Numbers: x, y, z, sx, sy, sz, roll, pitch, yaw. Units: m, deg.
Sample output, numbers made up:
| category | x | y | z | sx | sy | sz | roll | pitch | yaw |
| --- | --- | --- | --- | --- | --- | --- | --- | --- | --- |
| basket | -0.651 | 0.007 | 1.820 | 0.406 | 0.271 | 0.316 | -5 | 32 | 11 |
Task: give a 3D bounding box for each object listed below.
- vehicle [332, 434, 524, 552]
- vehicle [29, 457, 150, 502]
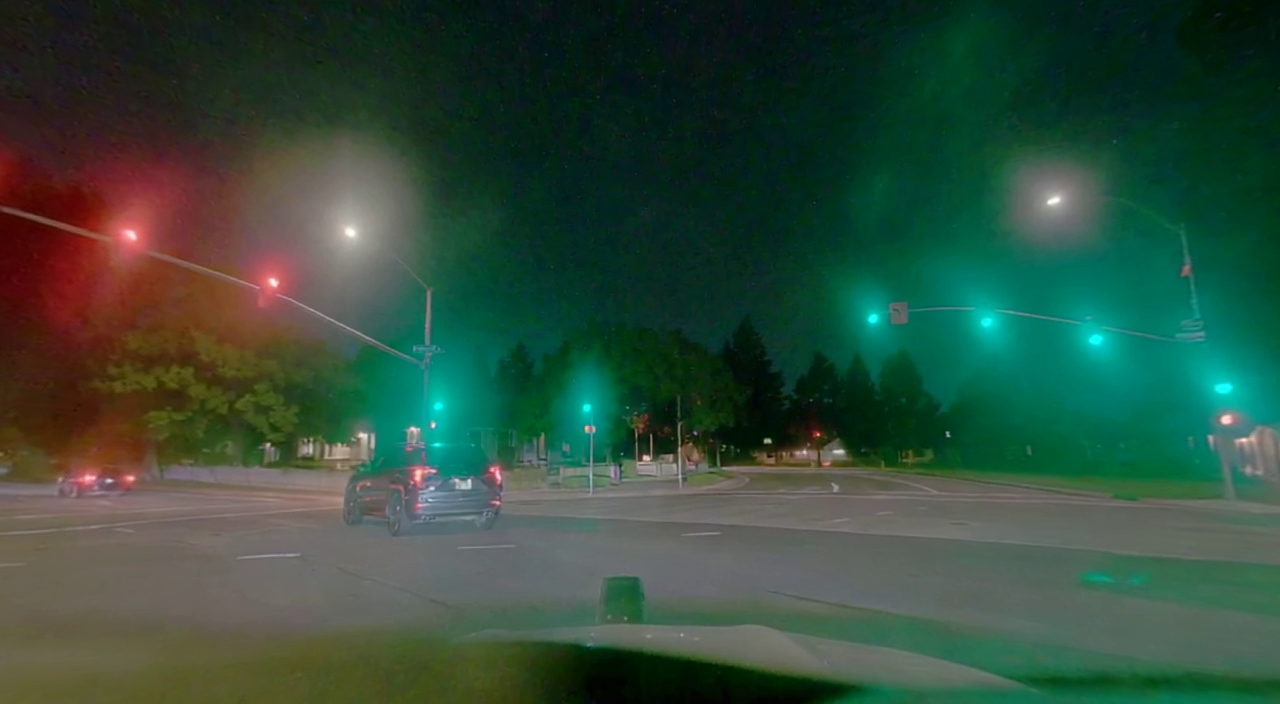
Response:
| category | x | y | z | sx | sy | sz | roll | pitch | yaw |
| --- | --- | --- | --- | --- | --- | --- | --- | --- | --- |
| vehicle | -4.366 | 2.595 | 12.499 | 2.141 | 1.833 | 4.704 | 6 | -11 | -37 |
| vehicle | -20.516 | 4.669 | 23.456 | 4.558 | 1.433 | 1.983 | -5 | -10 | 31 |
